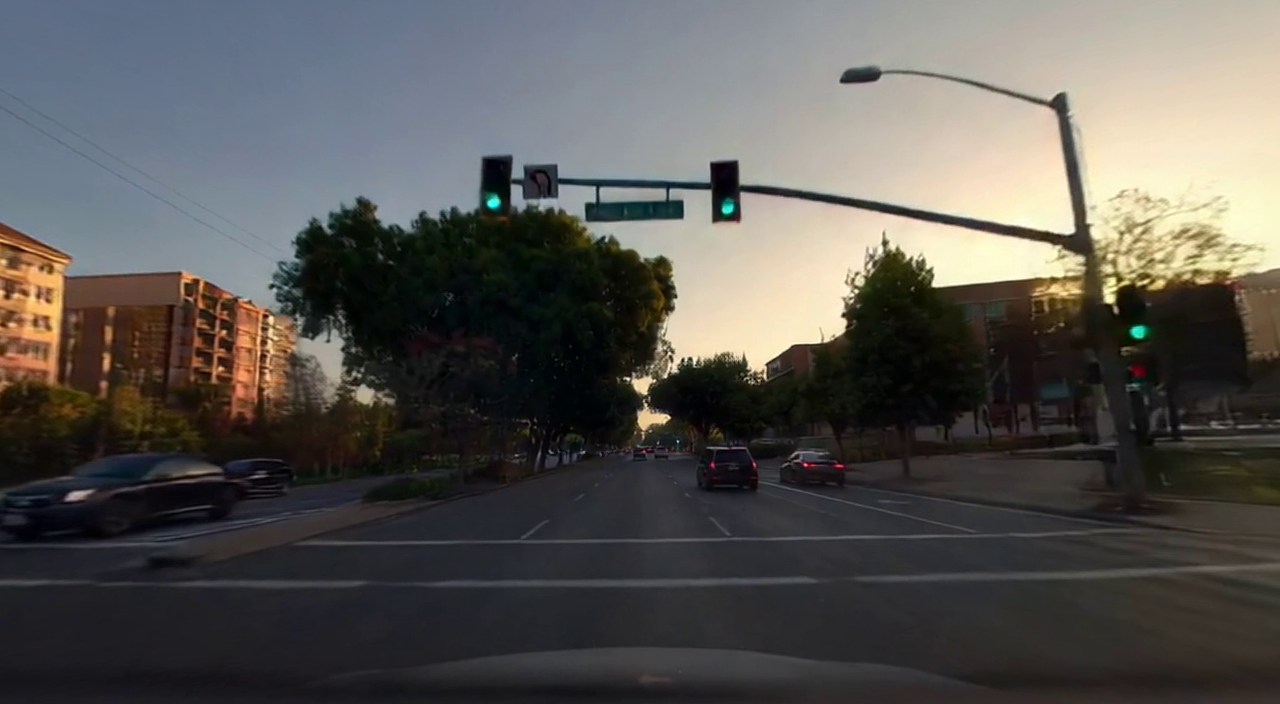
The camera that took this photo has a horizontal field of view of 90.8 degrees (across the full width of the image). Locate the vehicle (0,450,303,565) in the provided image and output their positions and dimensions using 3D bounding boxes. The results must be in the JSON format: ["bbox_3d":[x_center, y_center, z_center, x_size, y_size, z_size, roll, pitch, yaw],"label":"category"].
[{"bbox_3d":[-7.940,2.413,10.695,1.963,1.472,4.584,0,-8,-1],"label":"vehicle"}]

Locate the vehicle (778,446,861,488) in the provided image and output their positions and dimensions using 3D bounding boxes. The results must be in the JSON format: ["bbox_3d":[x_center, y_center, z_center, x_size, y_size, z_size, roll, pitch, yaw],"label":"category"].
[{"bbox_3d":[7.143,4.609,25.765,2.007,1.491,4.815,0,-8,1],"label":"vehicle"}]

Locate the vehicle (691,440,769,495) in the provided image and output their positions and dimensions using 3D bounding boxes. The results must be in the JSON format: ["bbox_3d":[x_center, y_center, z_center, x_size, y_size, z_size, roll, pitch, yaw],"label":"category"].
[{"bbox_3d":[3.129,4.105,22.937,2.069,1.761,4.610,0,-8,-1],"label":"vehicle"}]
